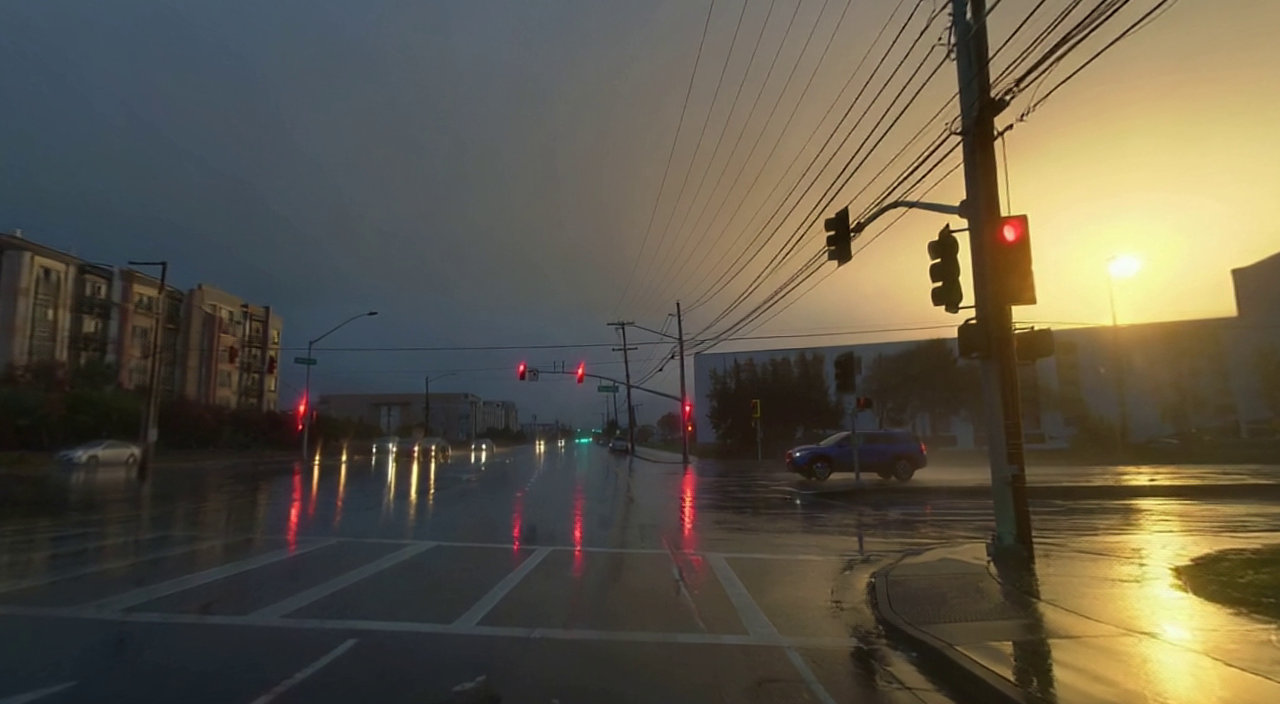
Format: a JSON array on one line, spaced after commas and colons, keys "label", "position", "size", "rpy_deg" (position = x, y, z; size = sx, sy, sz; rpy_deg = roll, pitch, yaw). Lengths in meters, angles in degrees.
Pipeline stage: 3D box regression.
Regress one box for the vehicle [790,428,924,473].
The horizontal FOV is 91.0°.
[{"label": "vehicle", "position": [8.702, 4.019, 25.724], "size": [4.884, 1.714, 2.021], "rpy_deg": [-2, -9, 12]}]
